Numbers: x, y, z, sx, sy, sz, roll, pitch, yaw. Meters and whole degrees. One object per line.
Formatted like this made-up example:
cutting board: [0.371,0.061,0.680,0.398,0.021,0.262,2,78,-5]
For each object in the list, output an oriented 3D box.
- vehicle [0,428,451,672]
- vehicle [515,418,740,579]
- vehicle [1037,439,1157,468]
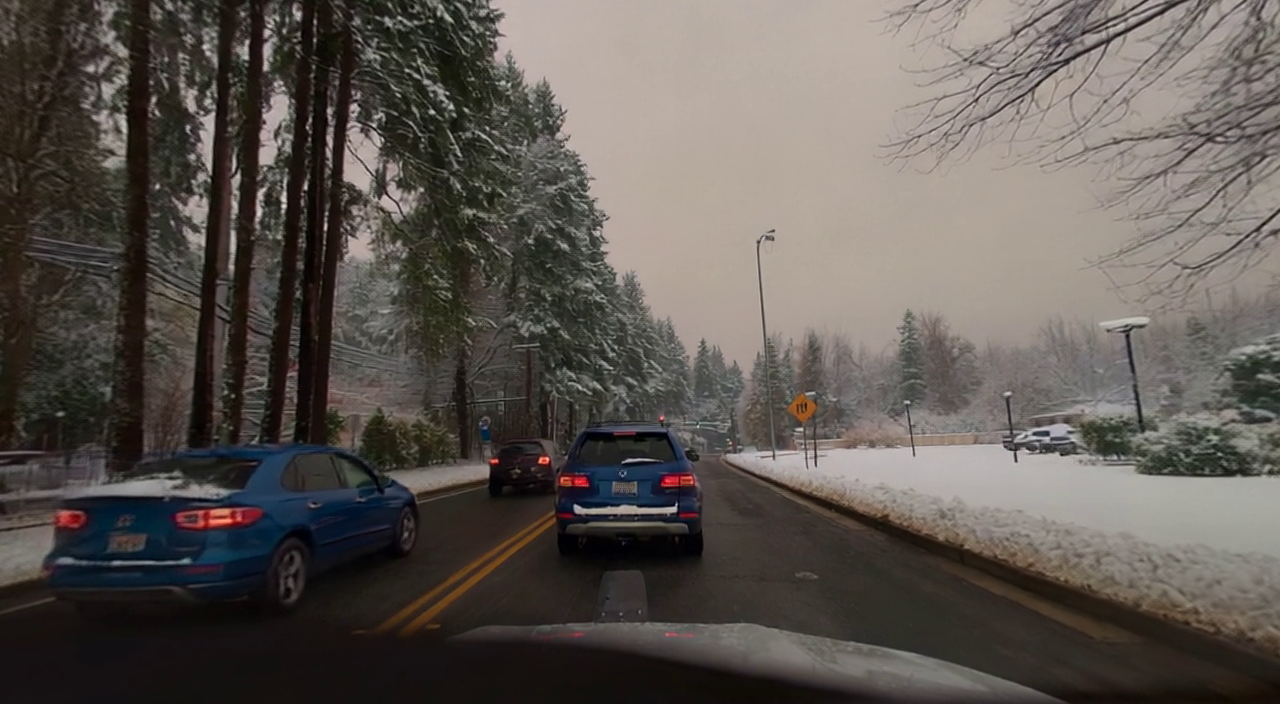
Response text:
vehicle: [-3.568,1.539,6.149,1.922,1.464,4.424,0,-8,2]
vehicle: [-0.104,1.751,8.307,2.229,1.591,3.897,0,-8,1]
vehicle: [28.375,6.301,39.315,5.955,1.702,2.166,1,-8,-6]
